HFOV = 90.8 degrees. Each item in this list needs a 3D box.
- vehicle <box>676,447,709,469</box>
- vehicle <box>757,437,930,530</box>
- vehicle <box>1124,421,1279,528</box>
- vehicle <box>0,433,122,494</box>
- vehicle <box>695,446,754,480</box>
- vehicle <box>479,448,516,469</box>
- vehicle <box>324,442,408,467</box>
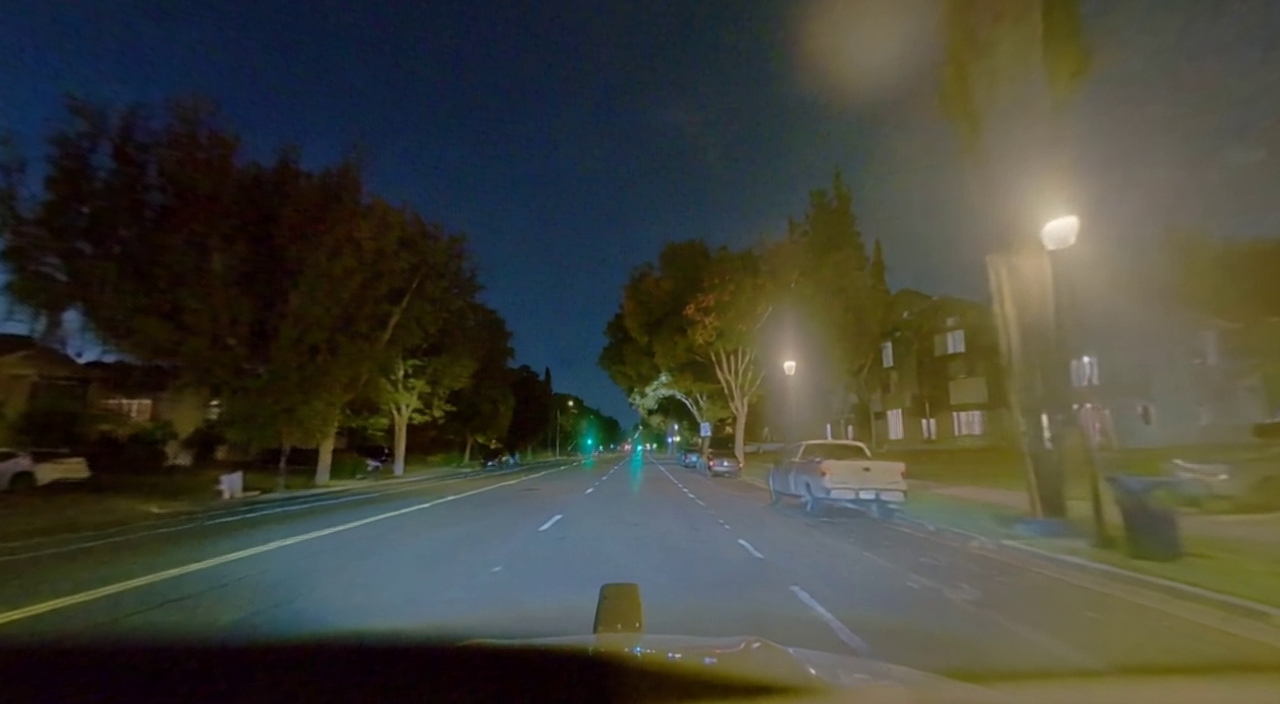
[{"bbox_3d":[3.888,7.907,47.360,2.002,1.493,4.652,0,-9,-1],"label":"vehicle"},{"bbox_3d":[4.016,2.664,13.452,1.999,1.615,4.513,0,-9,-3],"label":"vehicle"},{"bbox_3d":[11.311,1.955,10.380,4.884,1.561,2.118,0,-9,1],"label":"vehicle"},{"bbox_3d":[-19.108,3.418,19.486,4.484,1.733,1.913,0,-9,0],"label":"vehicle"},{"bbox_3d":[4.046,5.399,31.043,1.997,1.510,4.555,0,-9,-4],"label":"vehicle"},{"bbox_3d":[-11.027,8.282,49.250,1.895,1.551,4.229,0,-9,0],"label":"vehicle"},{"bbox_3d":[-20.157,7.561,46.682,5.216,1.780,2.045,0,-9,-1],"label":"vehicle"}]
